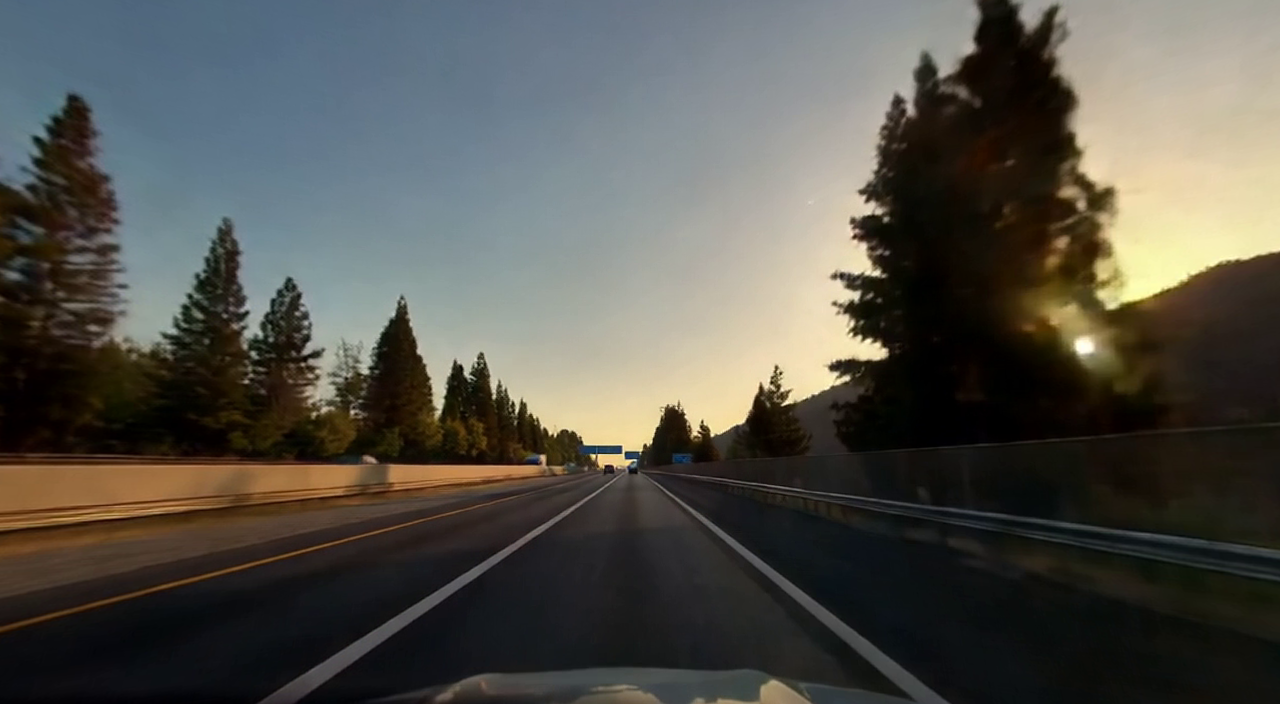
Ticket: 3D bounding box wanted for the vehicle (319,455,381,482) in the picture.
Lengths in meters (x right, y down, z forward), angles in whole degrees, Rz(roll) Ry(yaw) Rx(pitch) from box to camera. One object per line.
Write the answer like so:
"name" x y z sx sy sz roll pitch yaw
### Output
"vehicle" -16.733 6.749 36.528 1.731 1.446 3.733 1 -10 0
